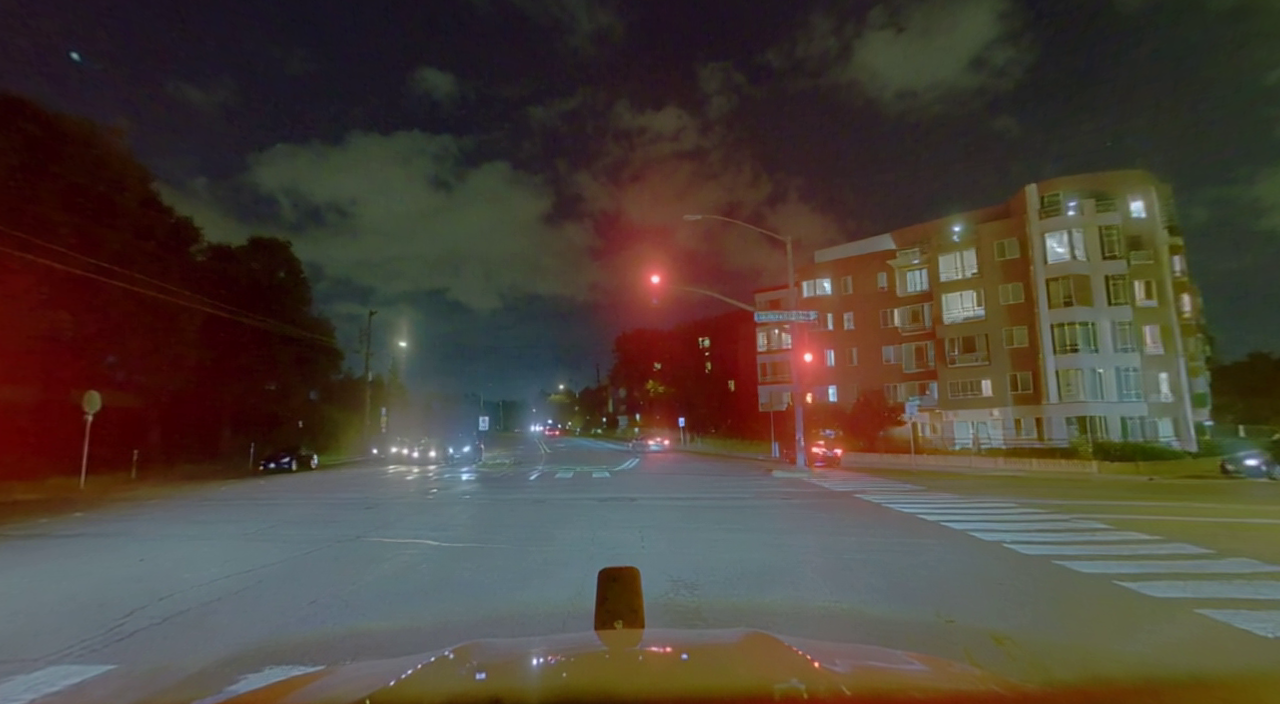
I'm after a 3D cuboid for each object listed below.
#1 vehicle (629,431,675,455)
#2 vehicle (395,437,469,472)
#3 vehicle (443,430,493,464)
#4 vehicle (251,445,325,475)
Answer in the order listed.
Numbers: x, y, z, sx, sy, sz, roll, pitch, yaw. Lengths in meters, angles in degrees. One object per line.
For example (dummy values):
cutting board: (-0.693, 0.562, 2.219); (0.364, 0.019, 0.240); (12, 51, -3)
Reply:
vehicle: (0.777, 6.462, 44.653); (2.073, 1.571, 4.790); (2, -9, -14)
vehicle: (-9.691, 4.804, 29.787); (2.116, 1.521, 4.294); (0, -9, -1)
vehicle: (-9.789, 5.462, 36.192); (1.910, 1.818, 4.057); (0, -9, -3)
vehicle: (-21.107, 6.469, 38.092); (1.981, 1.628, 4.336); (0, -9, -1)
